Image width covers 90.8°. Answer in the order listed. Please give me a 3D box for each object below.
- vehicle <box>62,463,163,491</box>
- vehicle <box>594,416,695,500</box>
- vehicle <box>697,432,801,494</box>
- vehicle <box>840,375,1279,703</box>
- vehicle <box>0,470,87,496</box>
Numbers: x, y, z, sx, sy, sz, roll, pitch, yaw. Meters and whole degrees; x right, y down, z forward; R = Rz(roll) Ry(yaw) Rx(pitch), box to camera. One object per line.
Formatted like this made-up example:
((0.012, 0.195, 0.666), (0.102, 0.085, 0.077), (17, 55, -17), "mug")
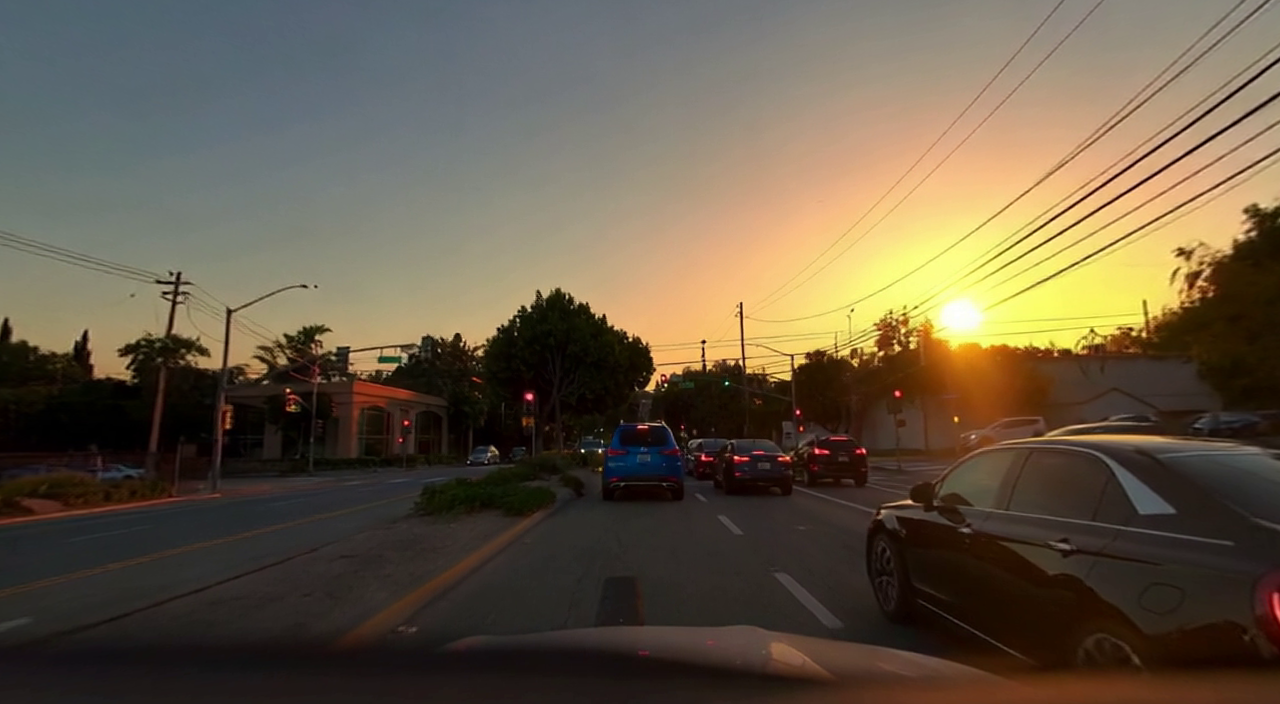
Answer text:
((-33.181, 7.845, 39.843), (4.550, 1.601, 1.766), (1, -9, -6), "vehicle")
((0.088, 2.722, 16.550), (2.236, 1.856, 4.816), (0, -8, 0), "vehicle")
((2.861, 3.042, 17.631), (2.025, 1.477, 4.333), (0, -8, -1), "vehicle")
((2.777, 1.024, 3.305), (2.004, 1.460, 4.297), (0, -8, -1), "vehicle")
((-37.918, 8.179, 39.519), (4.625, 1.455, 2.029), (0, -8, -3), "vehicle")
